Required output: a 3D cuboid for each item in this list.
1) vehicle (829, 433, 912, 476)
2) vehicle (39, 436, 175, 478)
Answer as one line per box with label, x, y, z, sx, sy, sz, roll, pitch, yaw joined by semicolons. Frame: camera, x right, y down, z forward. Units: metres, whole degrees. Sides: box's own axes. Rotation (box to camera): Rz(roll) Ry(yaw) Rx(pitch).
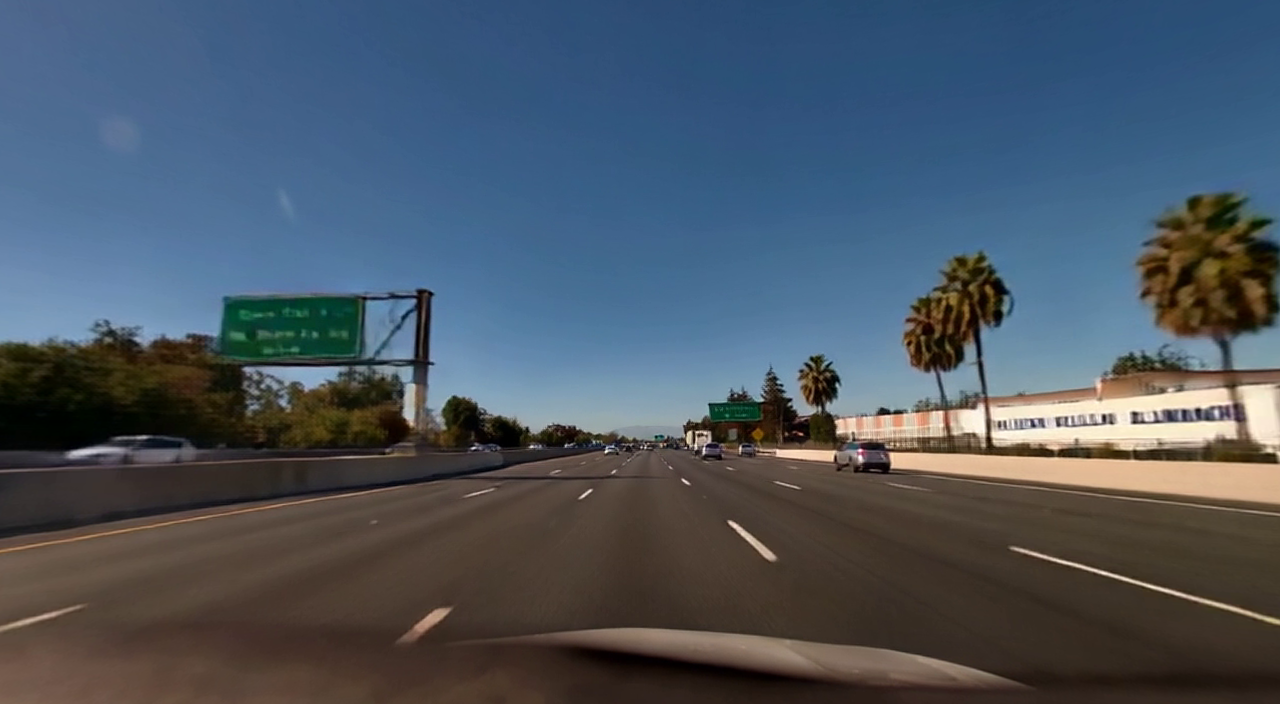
vehicle;10.947;4.899;30.382;2.168;1.861;4.678;0;-8;-1
vehicle;-22.193;4.394;26.508;1.885;1.594;4.297;0;-9;1
